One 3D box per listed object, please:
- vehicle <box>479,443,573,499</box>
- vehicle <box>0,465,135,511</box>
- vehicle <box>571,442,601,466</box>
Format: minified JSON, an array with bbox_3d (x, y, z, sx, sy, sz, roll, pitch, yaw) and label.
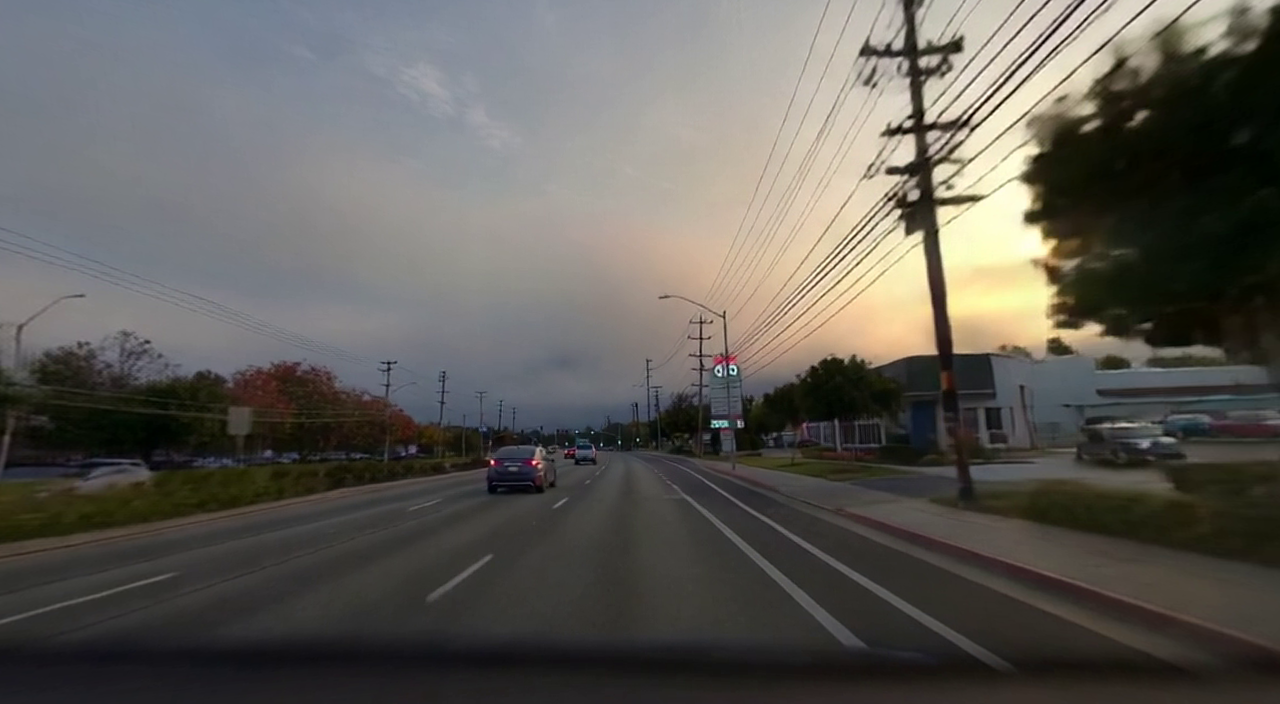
[{"bbox_3d":[-3.275,3.509,19.021,1.942,1.469,4.426,0,-9,1],"label":"vehicle"},{"bbox_3d":[-25.798,5.996,28.218,1.973,1.695,4.541,-2,-9,15],"label":"vehicle"},{"bbox_3d":[-4.225,8.063,49.913,2.087,1.736,4.311,0,-9,-1],"label":"vehicle"}]
